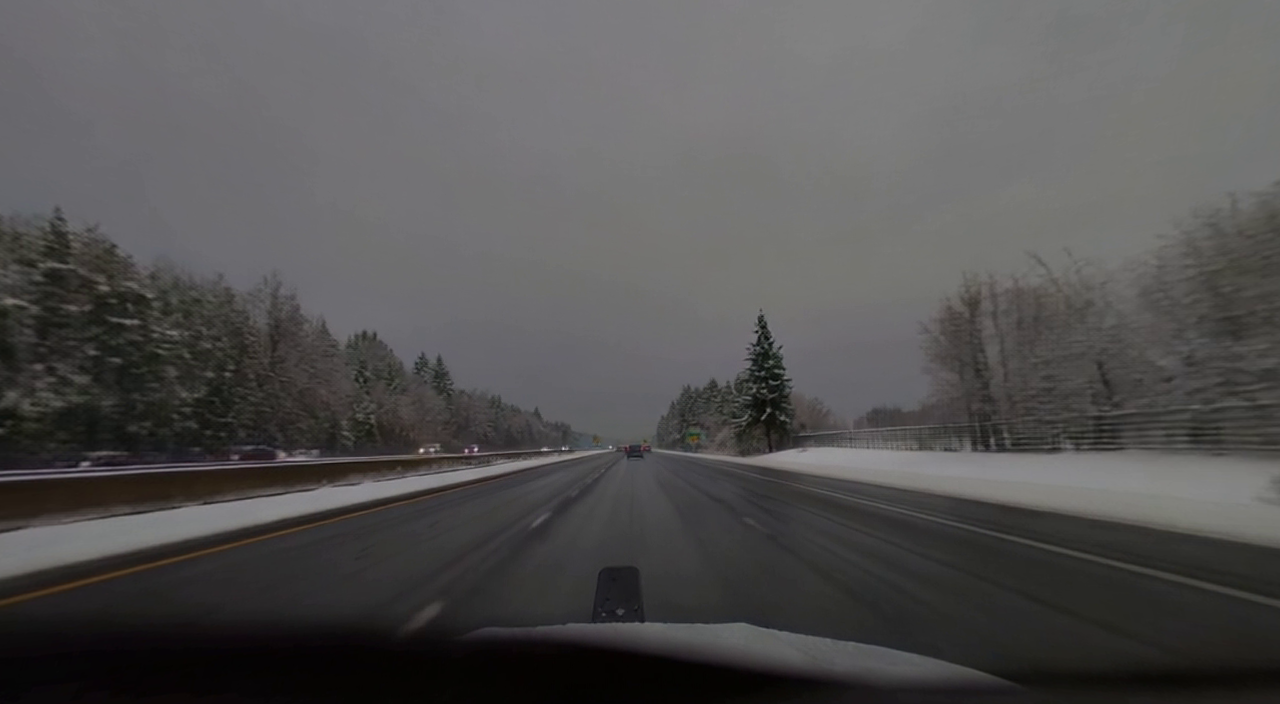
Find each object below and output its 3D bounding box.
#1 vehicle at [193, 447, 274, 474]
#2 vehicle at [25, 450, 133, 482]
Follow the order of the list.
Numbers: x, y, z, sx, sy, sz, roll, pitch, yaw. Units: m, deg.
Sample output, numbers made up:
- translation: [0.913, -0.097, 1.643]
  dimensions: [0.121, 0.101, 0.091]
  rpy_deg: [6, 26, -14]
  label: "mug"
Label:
- translation: [-28.317, 7.558, 44.260]
  dimensions: [2.301, 1.770, 5.042]
  rpy_deg: [0, -9, 0]
  label: "vehicle"
- translation: [-32.782, 6.647, 37.135]
  dimensions: [1.941, 1.741, 4.805]
  rpy_deg: [0, -9, -1]
  label: "vehicle"
